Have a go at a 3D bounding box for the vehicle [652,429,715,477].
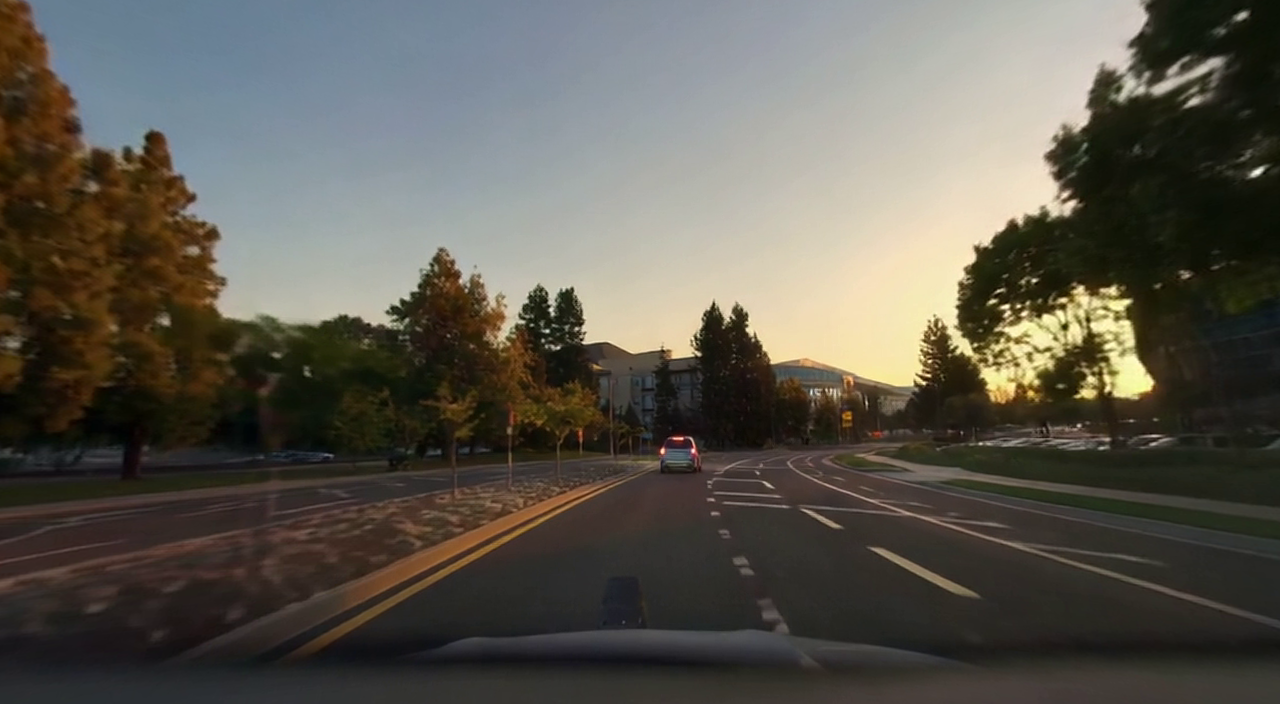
[{"bbox_3d":[2.090,4.520,28.442,2.371,1.926,5.615,-2,-8,8],"label":"vehicle"}]
